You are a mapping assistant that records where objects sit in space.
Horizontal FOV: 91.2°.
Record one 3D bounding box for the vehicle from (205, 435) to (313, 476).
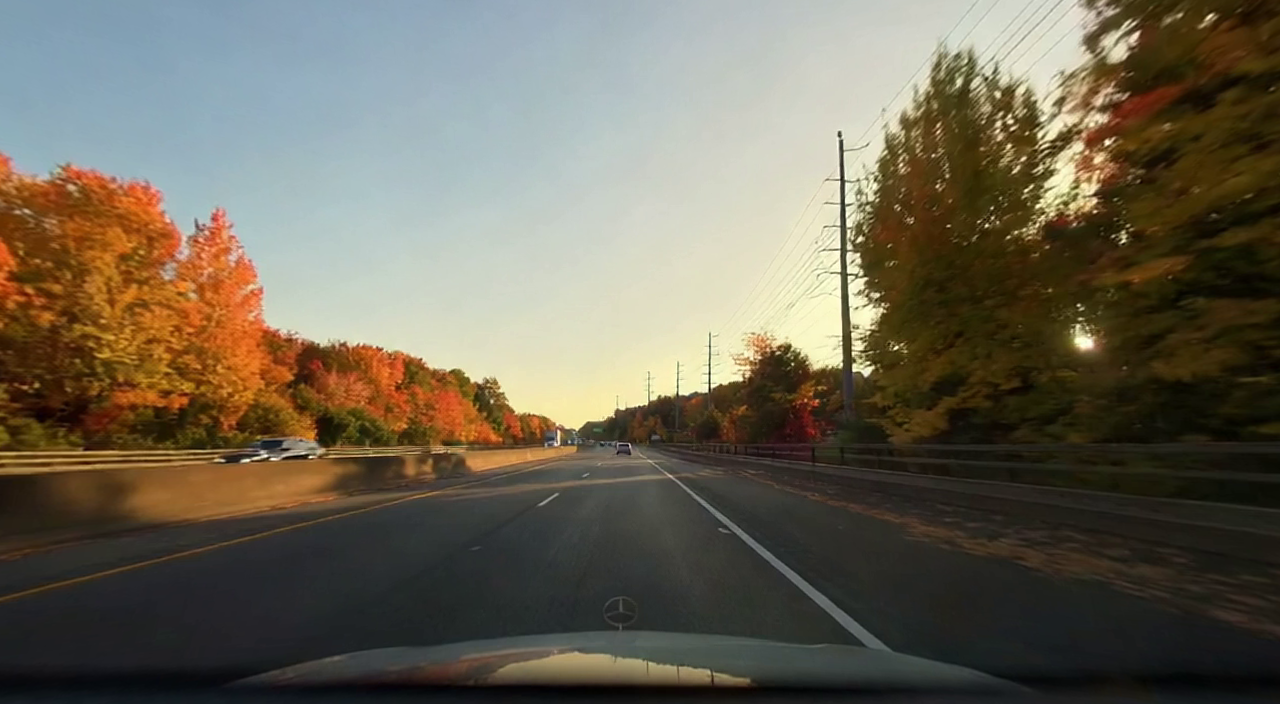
[{"bbox_3d":[-15.569,4.236,25.896,1.884,1.532,4.114,0,-9,0],"label":"vehicle"}]
